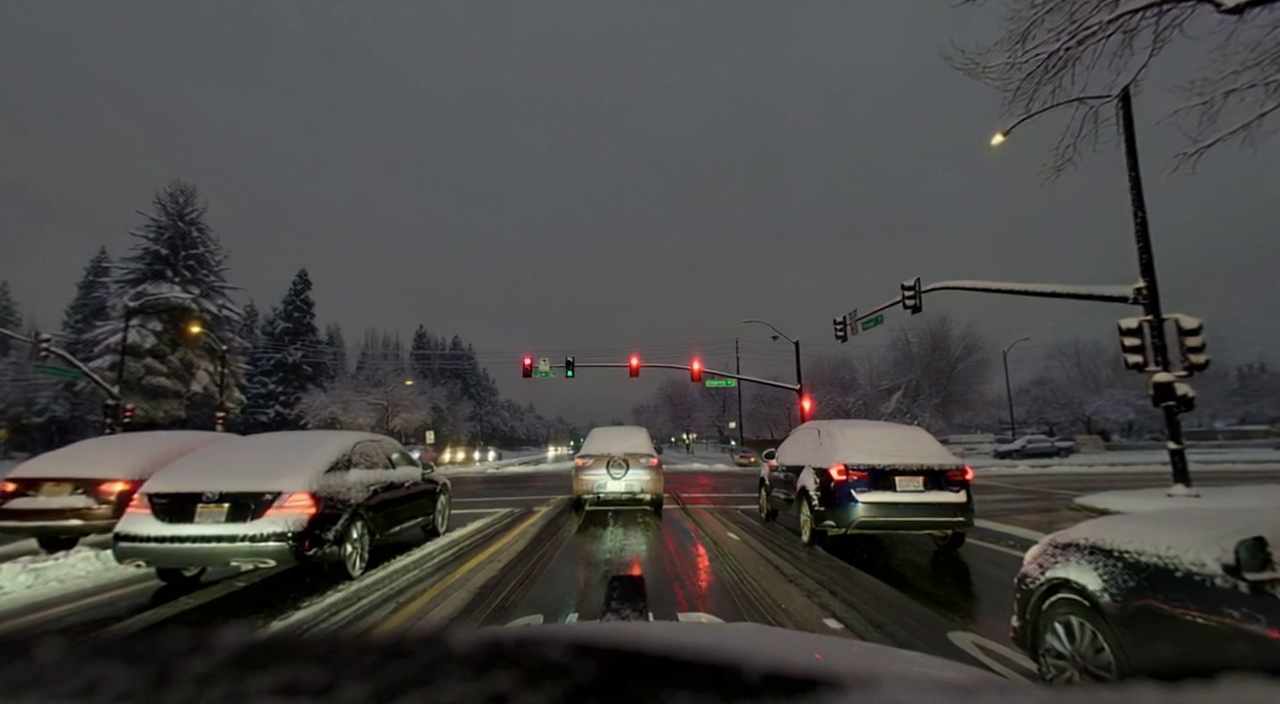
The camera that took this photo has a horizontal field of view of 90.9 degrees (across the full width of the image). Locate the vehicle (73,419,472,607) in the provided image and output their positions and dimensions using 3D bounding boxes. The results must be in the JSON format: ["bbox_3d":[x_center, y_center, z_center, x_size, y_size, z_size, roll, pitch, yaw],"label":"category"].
[{"bbox_3d":[-3.540,1.613,7.305,1.941,1.492,4.399,0,-8,1],"label":"vehicle"}]

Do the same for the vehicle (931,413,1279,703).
[{"bbox_3d":[3.249,1.005,2.606,1.960,1.460,4.233,0,-8,-2],"label":"vehicle"}]

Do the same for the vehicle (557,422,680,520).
[{"bbox_3d":[-0.399,2.445,13.407,2.215,1.749,3.976,0,-8,0],"label":"vehicle"}]

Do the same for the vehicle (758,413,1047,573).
[{"bbox_3d":[3.284,1.852,9.134,2.097,1.707,4.461,0,-8,-2],"label":"vehicle"}]
